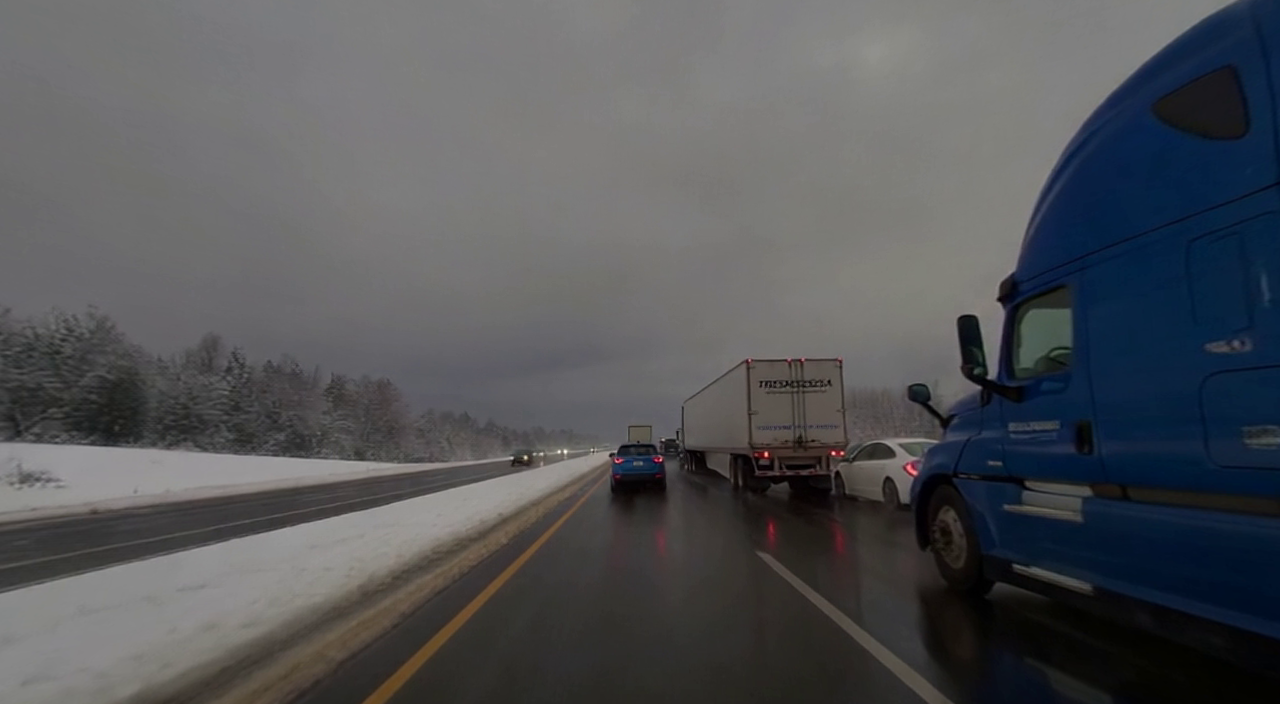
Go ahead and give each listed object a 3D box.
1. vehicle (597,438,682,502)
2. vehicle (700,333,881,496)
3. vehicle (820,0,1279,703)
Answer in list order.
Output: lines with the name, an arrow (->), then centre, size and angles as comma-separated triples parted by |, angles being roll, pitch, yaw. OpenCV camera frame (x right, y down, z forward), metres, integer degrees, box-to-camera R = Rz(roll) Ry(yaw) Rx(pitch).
vehicle -> -0.049, 3.099, 17.017 | 2.045, 1.507, 3.763 | 0, -8, -1
vehicle -> 4.358, 2.282, 21.317 | 3.235, 4.197, 9.908 | 0, -8, -2
vehicle -> 4.229, 0.143, 5.442 | 3.150, 4.051, 6.527 | 0, -8, -2
